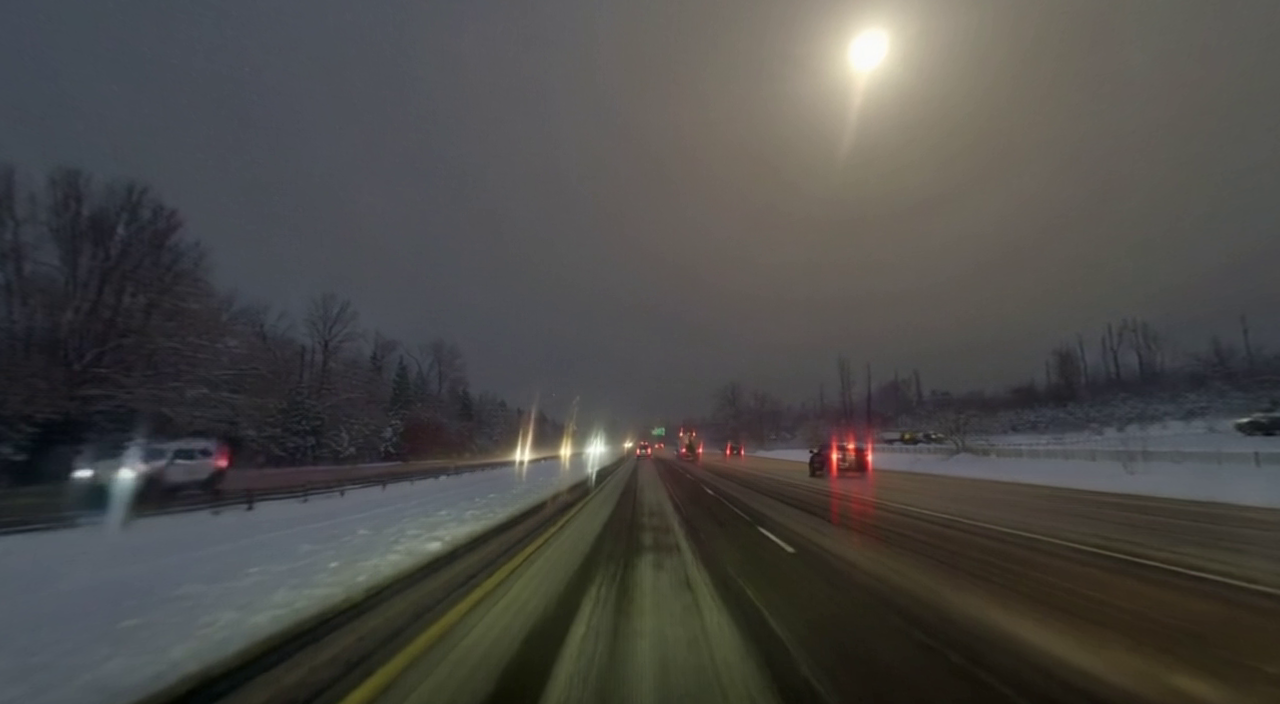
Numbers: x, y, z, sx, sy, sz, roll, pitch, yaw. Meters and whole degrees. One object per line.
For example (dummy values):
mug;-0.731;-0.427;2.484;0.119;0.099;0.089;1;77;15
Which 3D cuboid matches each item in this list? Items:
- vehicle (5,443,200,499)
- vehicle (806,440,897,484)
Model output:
vehicle;-21.113;4.673;25.288;2.334;1.960;6.091;0;-9;1
vehicle;8.054;4.226;24.488;1.989;1.526;4.443;0;-9;0
